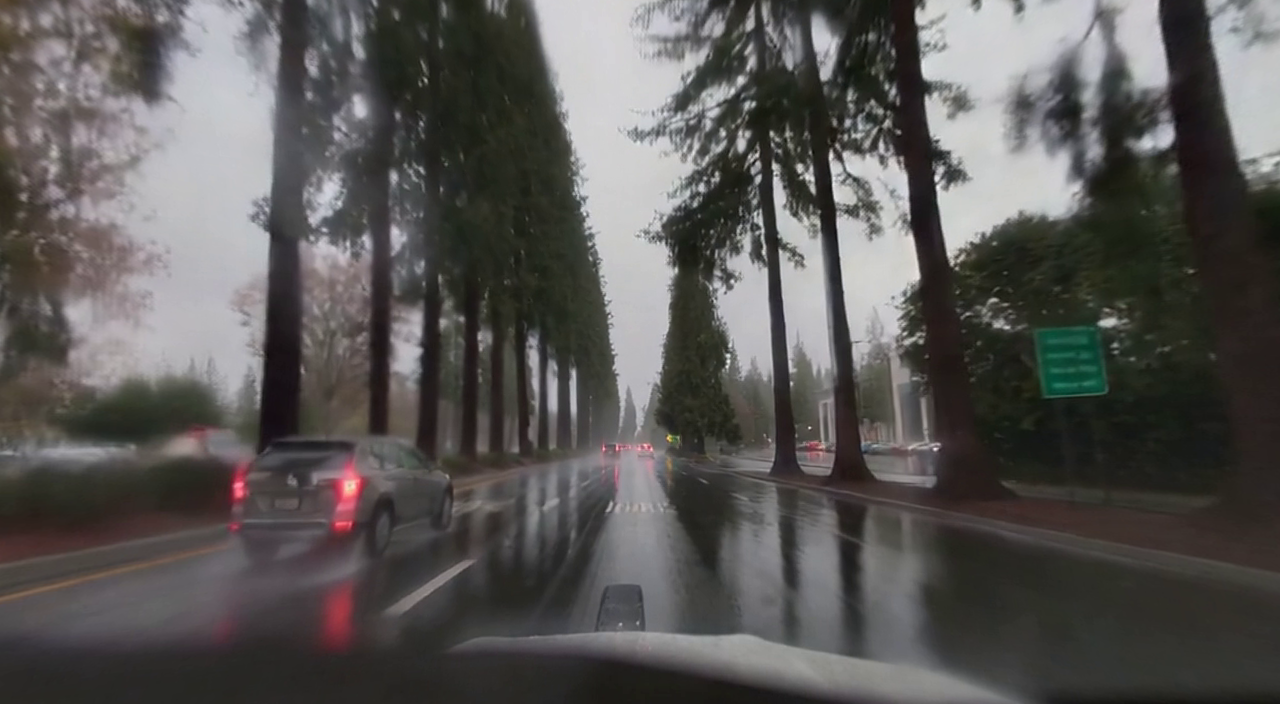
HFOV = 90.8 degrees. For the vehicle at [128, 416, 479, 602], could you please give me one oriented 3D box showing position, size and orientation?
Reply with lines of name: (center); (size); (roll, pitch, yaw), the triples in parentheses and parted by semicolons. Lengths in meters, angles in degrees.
vehicle: (-3.464, 1.676, 7.643); (1.942, 1.588, 4.172); (0, -9, 0)
